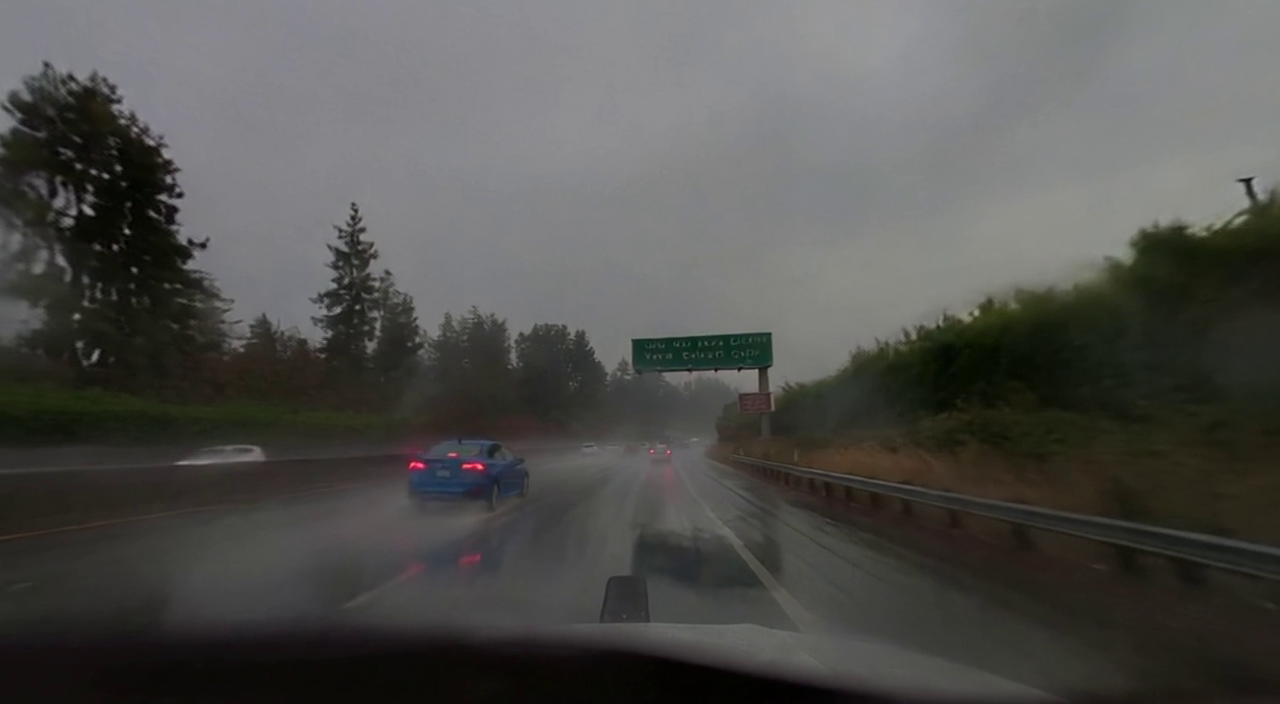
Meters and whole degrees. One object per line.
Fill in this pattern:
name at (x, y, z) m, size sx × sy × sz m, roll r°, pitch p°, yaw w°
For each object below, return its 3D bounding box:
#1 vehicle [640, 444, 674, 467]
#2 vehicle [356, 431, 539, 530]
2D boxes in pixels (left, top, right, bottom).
vehicle at (1.171, 6.783, 41.539) m, size 2.113 × 1.464 × 4.073 m, roll 0°, pitch -8°, yaw 3°
vehicle at (-3.371, 2.341, 12.141) m, size 2.024 × 1.531 × 4.431 m, roll 0°, pitch -8°, yaw 1°
